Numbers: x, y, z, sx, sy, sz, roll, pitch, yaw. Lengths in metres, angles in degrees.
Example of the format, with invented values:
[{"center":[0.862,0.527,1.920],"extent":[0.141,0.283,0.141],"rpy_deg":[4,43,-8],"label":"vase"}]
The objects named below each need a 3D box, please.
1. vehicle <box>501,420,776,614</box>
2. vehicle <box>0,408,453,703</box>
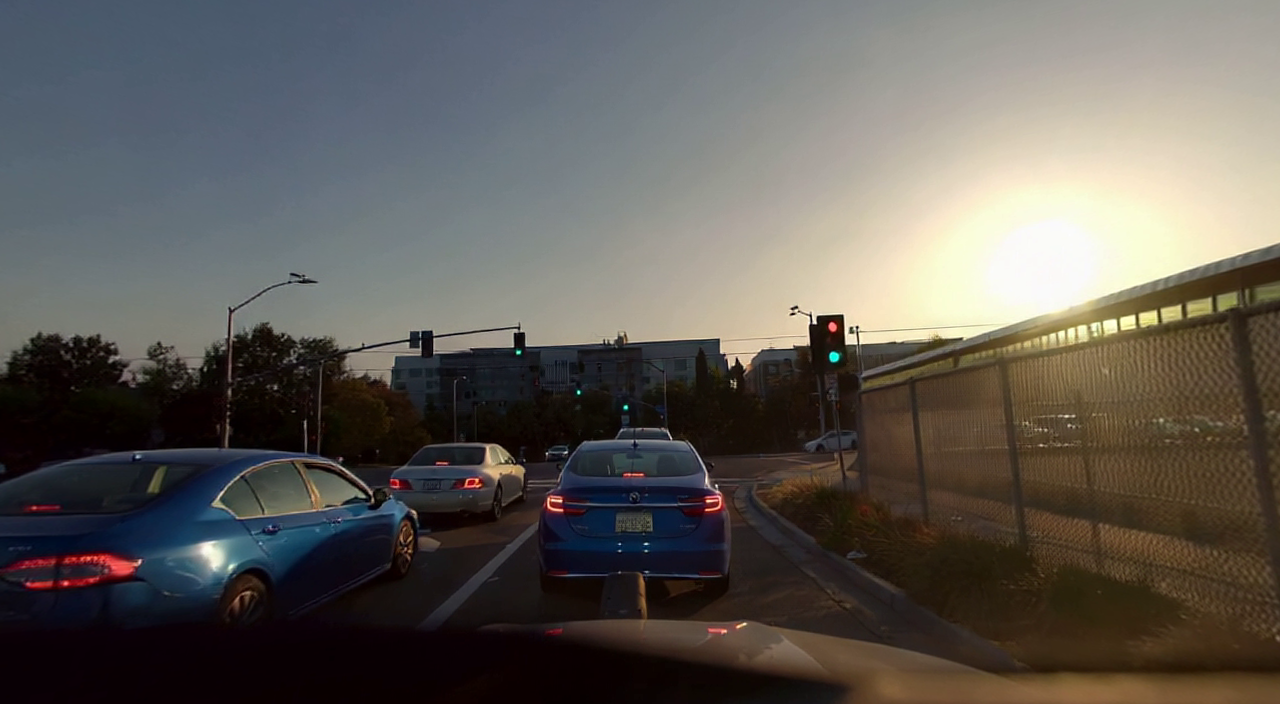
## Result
[{"center":[-0.010,1.604,7.025],"extent":[2.144,1.514,4.063],"rpy_deg":[0,-9,0],"label":"vehicle"},{"center":[-3.204,1.323,4.893],"extent":[1.971,1.488,4.581],"rpy_deg":[0,-9,1],"label":"vehicle"}]
